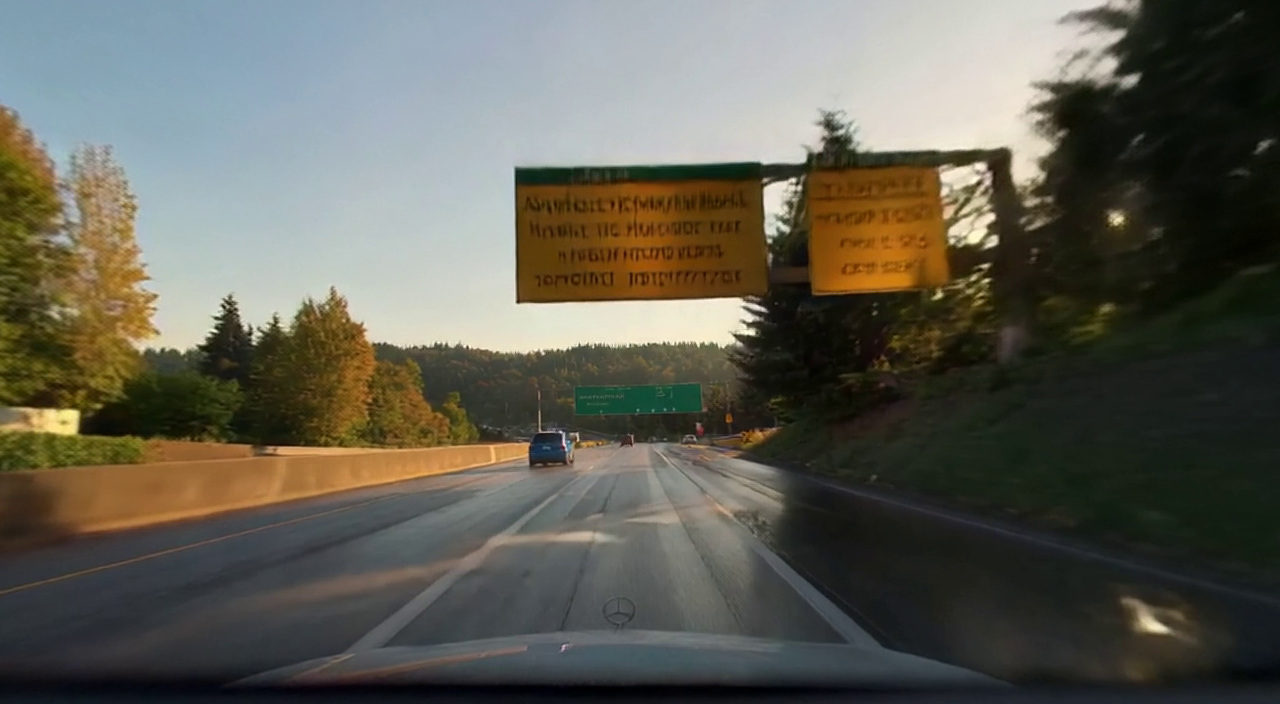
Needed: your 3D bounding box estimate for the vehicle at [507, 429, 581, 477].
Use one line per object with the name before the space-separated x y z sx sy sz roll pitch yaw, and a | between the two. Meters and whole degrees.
vehicle | -3.618 3.883 24.466 2.125 1.662 4.336 -1 -8 1
